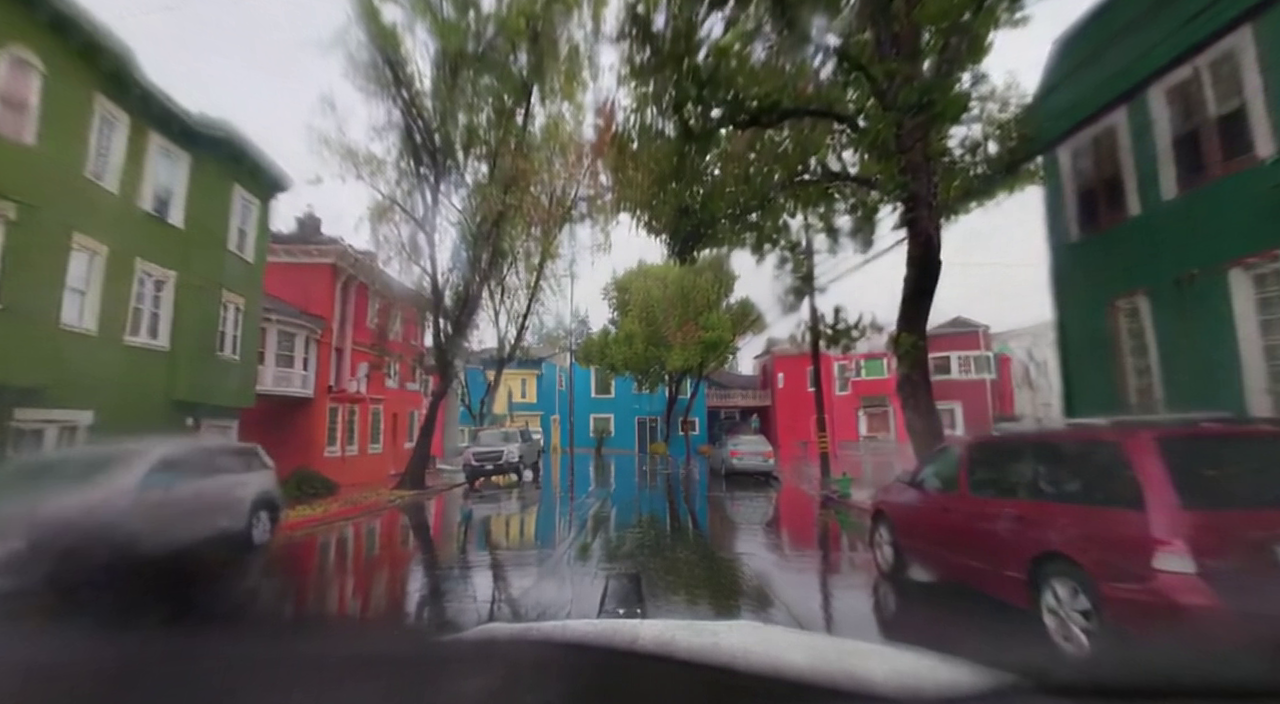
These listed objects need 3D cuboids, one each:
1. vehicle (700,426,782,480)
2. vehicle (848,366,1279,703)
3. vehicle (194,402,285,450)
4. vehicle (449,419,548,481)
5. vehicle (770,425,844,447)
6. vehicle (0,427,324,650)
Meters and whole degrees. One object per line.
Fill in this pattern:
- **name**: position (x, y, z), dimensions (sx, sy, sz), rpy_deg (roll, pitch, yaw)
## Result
- **vehicle**: position (3.642, 3.737, 23.681), dimensions (2.109, 1.811, 4.886), rpy_deg (1, -8, -2)
- **vehicle**: position (3.528, 1.224, 5.105), dimensions (2.070, 1.728, 4.358), rpy_deg (1, -8, -2)
- **vehicle**: position (-30.748, 5.605, 48.667), dimensions (2.473, 2.922, 6.719), rpy_deg (0, 0, 4)
- **vehicle**: position (-5.260, 3.770, 24.605), dimensions (2.480, 2.084, 6.353), rpy_deg (0, -8, -1)
- **vehicle**: position (11.536, 5.850, 43.741), dimensions (4.644, 1.482, 1.997), rpy_deg (0, -8, 2)
- **vehicle**: position (-5.382, 1.604, 6.644), dimensions (1.849, 1.560, 4.227), rpy_deg (0, -8, 0)
